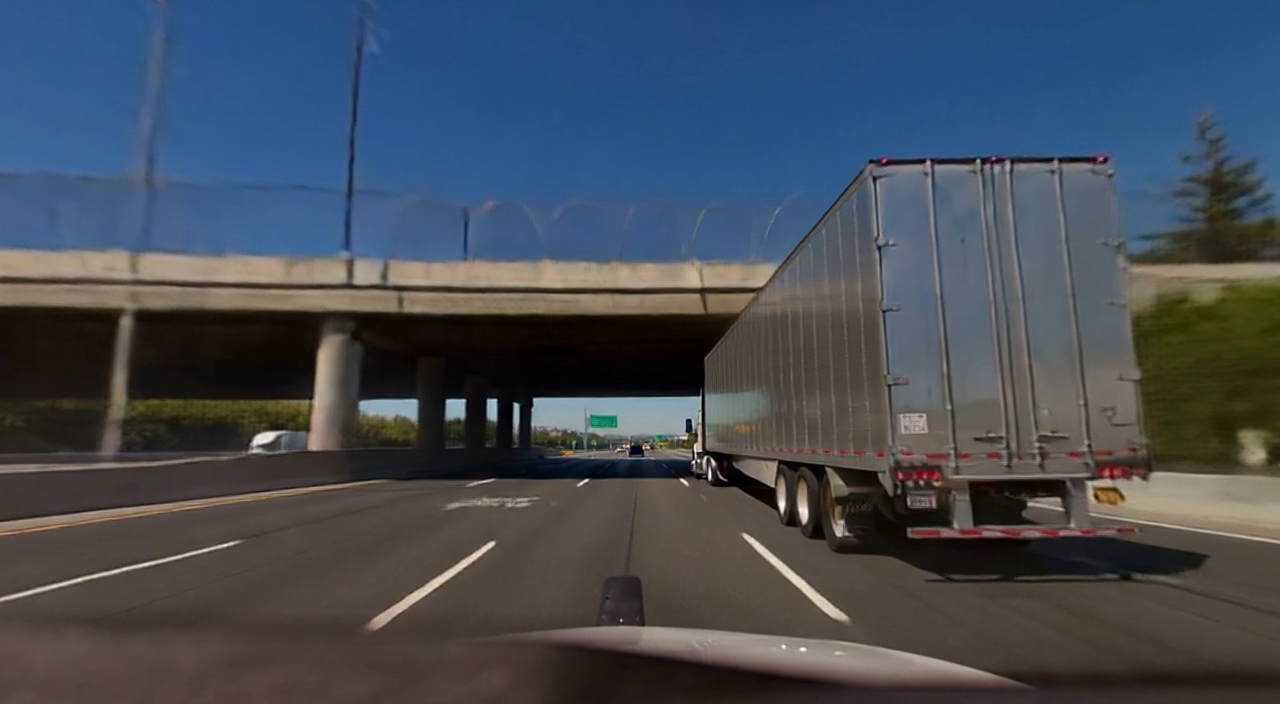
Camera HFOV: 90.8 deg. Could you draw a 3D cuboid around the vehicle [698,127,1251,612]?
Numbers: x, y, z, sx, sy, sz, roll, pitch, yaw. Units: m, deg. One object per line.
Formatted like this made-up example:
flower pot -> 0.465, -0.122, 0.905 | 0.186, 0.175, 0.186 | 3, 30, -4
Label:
vehicle -> 3.462, 1.275, 13.497 | 2.743, 4.160, 16.408 | 0, -9, -1
